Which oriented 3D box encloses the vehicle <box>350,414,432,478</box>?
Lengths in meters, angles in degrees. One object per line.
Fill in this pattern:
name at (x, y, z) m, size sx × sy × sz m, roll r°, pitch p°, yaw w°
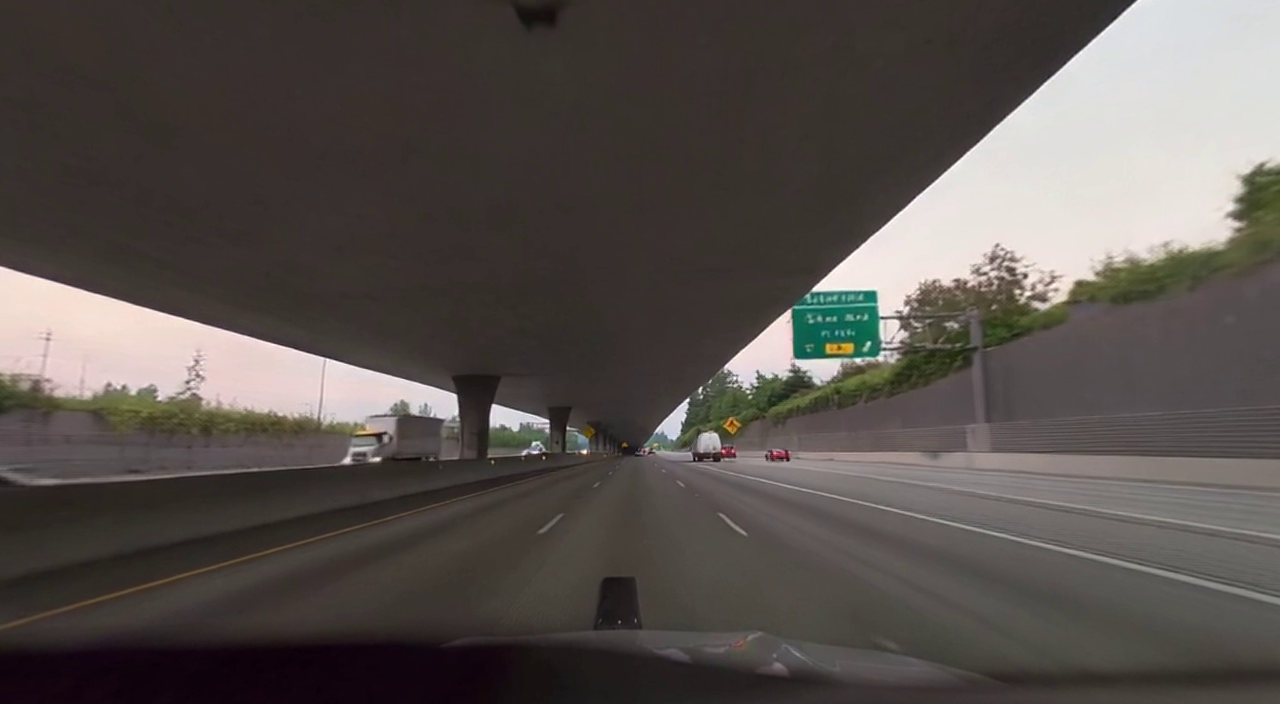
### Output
vehicle at (-16.420, 6.267, 41.935) m, size 2.988 × 3.980 × 5.849 m, roll 0°, pitch -9°, yaw 0°
